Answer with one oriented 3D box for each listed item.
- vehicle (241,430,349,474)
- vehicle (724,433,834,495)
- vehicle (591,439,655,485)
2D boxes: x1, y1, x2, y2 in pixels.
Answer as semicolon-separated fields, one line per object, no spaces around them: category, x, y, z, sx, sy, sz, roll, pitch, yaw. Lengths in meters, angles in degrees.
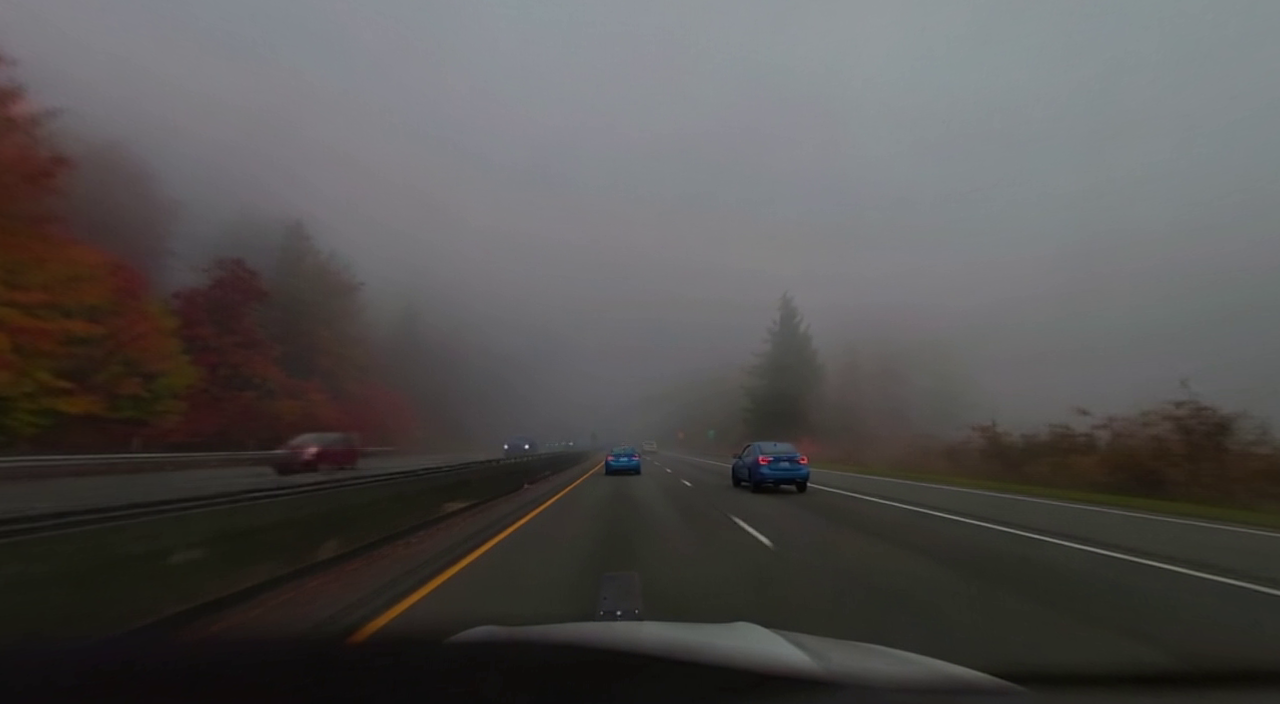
vehicle;-14.175;4.143;26.103;1.954;1.642;4.540;0;-9;-1
vehicle;3.902;3.247;18.439;2.300;1.595;4.144;-1;-9;0
vehicle;-0.582;4.032;23.211;2.128;1.516;4.410;0;-9;0
